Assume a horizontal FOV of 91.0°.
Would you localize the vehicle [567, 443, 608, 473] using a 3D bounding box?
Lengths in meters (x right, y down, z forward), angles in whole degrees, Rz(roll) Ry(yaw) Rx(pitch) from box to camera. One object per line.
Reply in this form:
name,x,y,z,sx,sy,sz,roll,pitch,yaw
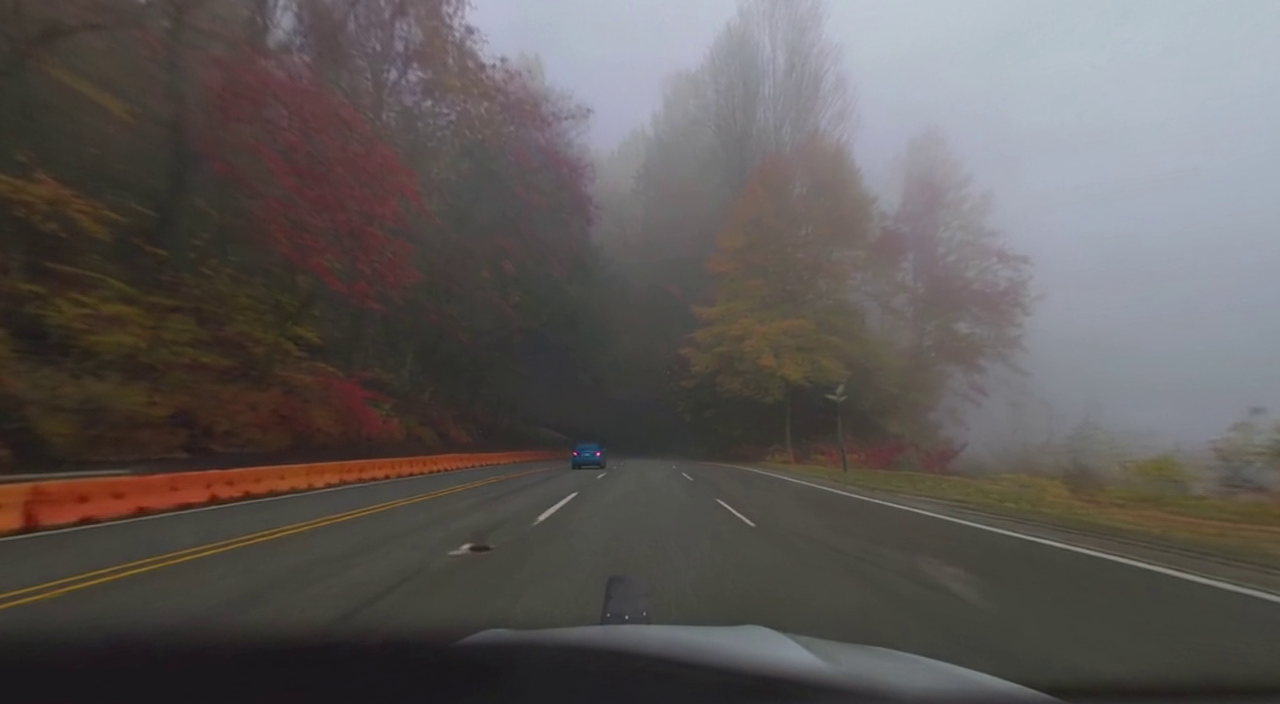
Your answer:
vehicle,-2.808,5.770,34.470,1.902,1.505,4.016,0,-9,0
